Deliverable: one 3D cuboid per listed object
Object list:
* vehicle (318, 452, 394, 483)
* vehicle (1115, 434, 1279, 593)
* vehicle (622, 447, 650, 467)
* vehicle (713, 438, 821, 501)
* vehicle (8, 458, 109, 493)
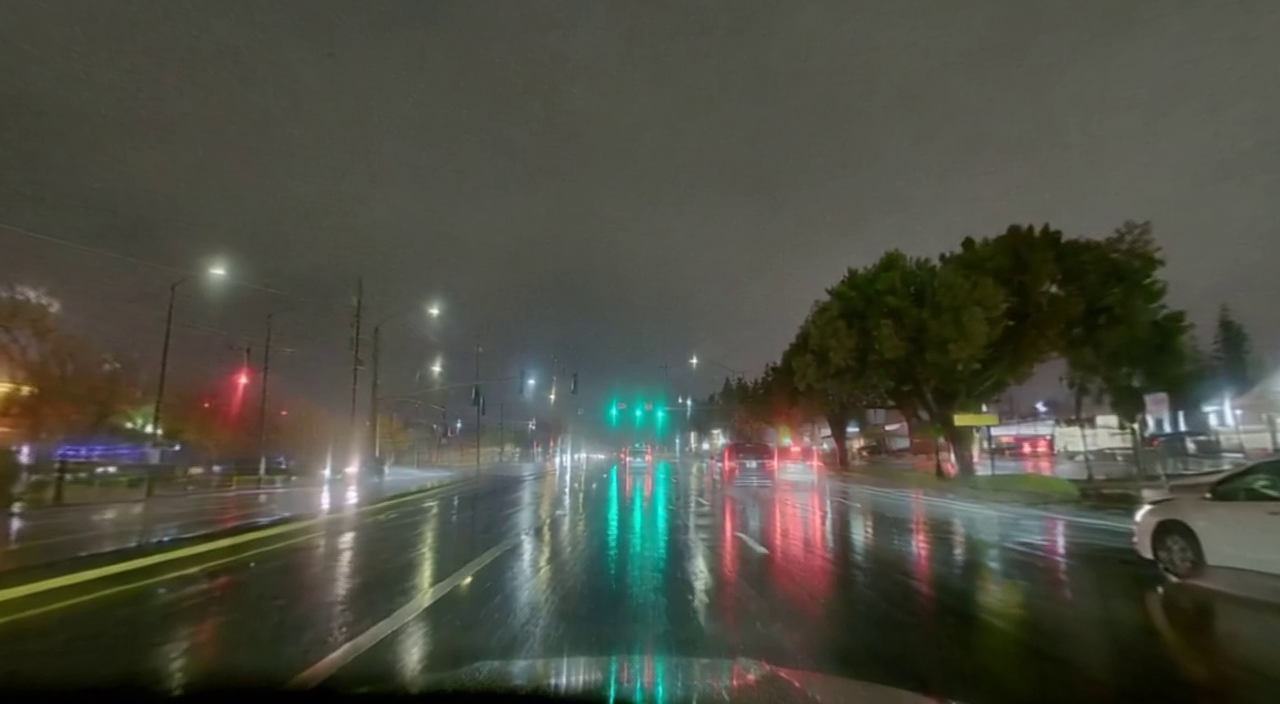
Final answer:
[{"bbox_3d":[-15.303,6.225,34.309,1.908,1.486,4.629,0,-8,1],"label":"vehicle"},{"bbox_3d":[6.900,1.439,5.487,1.952,1.449,4.544,0,-8,-1],"label":"vehicle"},{"bbox_3d":[-0.283,8.059,48.815,2.052,1.461,4.324,0,-8,0],"label":"vehicle"},{"bbox_3d":[3.486,3.308,18.289,2.072,1.545,4.578,0,-8,-1],"label":"vehicle"},{"bbox_3d":[-33.034,6.973,36.130,1.856,1.675,5.356,2,-9,-15],"label":"vehicle"}]
